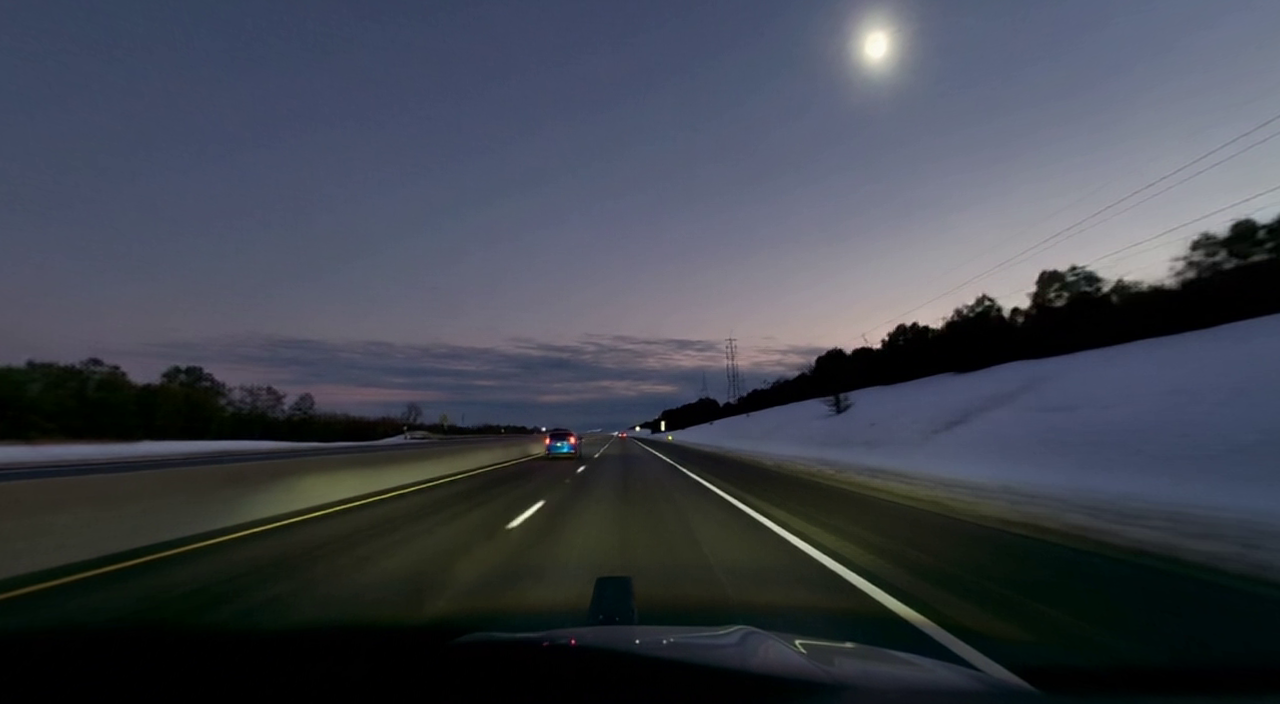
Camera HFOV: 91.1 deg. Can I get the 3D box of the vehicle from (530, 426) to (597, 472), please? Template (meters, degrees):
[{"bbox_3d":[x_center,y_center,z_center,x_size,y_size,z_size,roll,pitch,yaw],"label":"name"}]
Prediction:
[{"bbox_3d":[-2.700,3.530,23.127,1.999,1.536,3.969,0,-8,0],"label":"vehicle"}]
